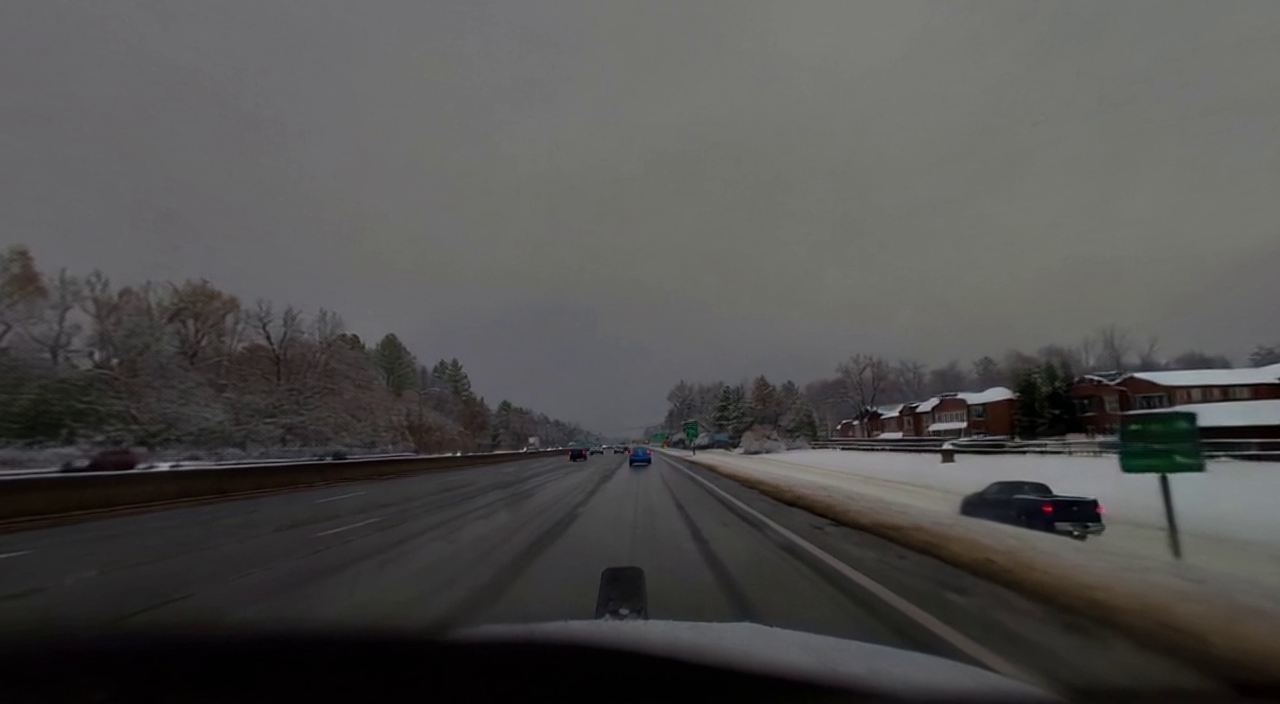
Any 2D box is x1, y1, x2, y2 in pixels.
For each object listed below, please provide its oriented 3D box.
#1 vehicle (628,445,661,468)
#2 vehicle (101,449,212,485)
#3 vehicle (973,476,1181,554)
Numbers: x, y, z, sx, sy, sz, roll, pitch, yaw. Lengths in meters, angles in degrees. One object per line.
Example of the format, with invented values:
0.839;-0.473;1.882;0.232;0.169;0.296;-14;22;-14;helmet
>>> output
0.276;6.770;41.116;2.051;1.443;3.770;0;-8;0;vehicle
-23.049;5.480;30.329;1.823;1.517;4.379;0;-8;0;vehicle
14.726;5.468;21.898;2.599;1.962;5.759;1;-8;-8;vehicle
